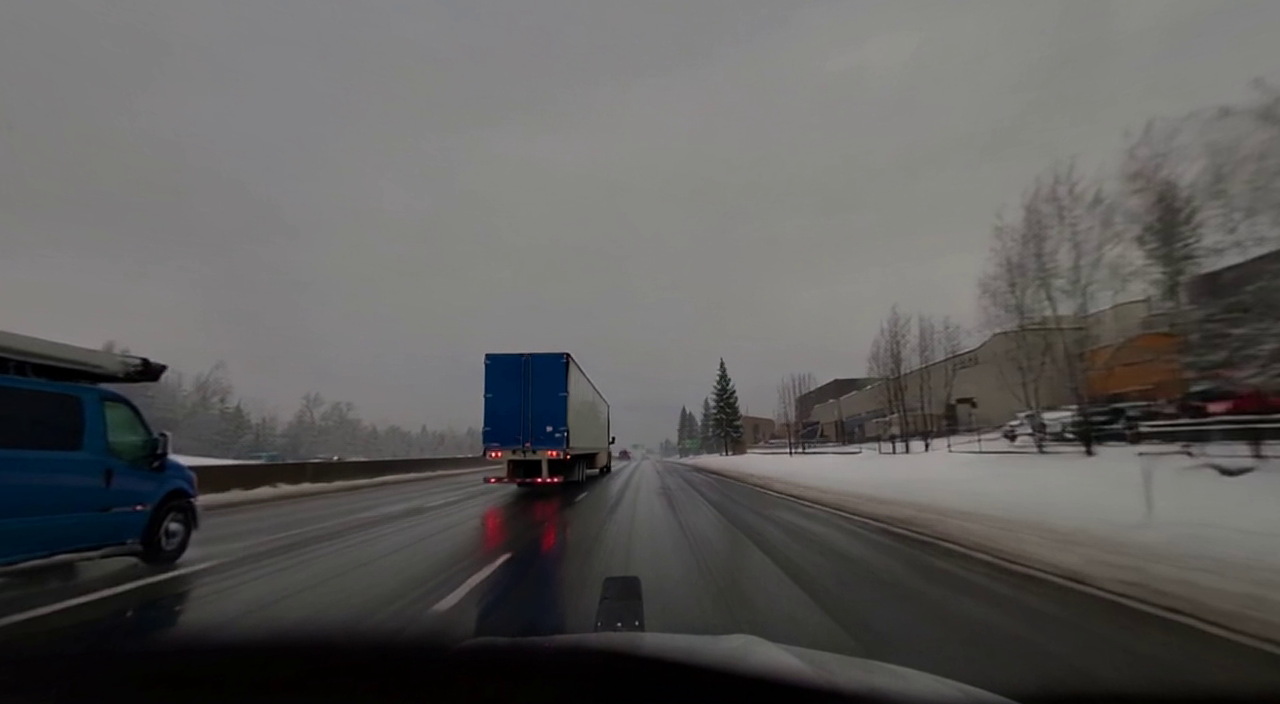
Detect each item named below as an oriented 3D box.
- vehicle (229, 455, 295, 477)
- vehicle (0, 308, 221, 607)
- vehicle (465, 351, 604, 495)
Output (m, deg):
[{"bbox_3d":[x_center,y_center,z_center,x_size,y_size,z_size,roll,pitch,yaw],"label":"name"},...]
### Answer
[{"bbox_3d":[-27.429,8.241,45.989,1.802,1.455,4.803,0,-9,1],"label":"vehicle"},{"bbox_3d":[-6.972,0.923,5.510,2.385,2.672,6.049,0,-9,0],"label":"vehicle"},{"bbox_3d":[-3.451,3.224,26.245,2.939,4.132,16.303,0,-9,0],"label":"vehicle"}]
